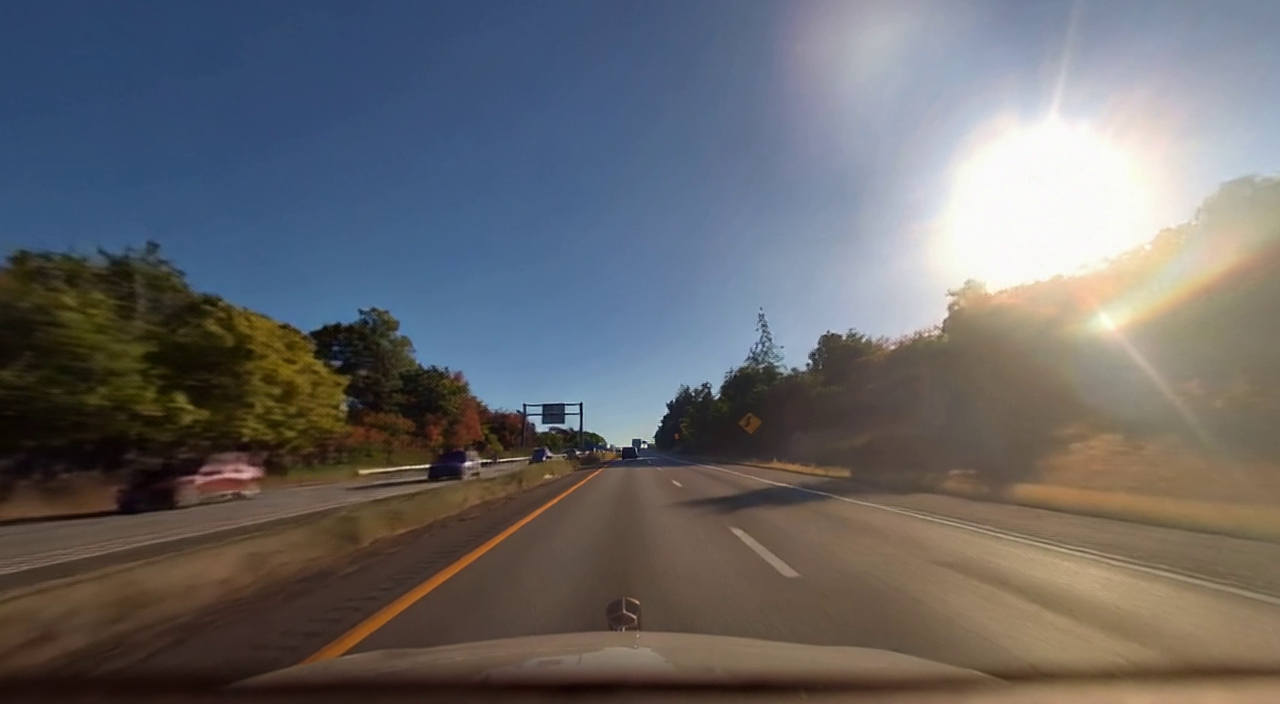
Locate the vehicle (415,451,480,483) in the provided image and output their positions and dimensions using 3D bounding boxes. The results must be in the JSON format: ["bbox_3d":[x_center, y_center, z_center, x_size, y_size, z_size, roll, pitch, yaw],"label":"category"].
[{"bbox_3d":[-9.715,5.802,31.996,1.888,1.509,4.461,0,-9,0],"label":"vehicle"}]

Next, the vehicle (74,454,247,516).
[{"bbox_3d":[-14.162,3.908,18.898,1.887,1.573,4.187,0,-9,0],"label":"vehicle"}]
